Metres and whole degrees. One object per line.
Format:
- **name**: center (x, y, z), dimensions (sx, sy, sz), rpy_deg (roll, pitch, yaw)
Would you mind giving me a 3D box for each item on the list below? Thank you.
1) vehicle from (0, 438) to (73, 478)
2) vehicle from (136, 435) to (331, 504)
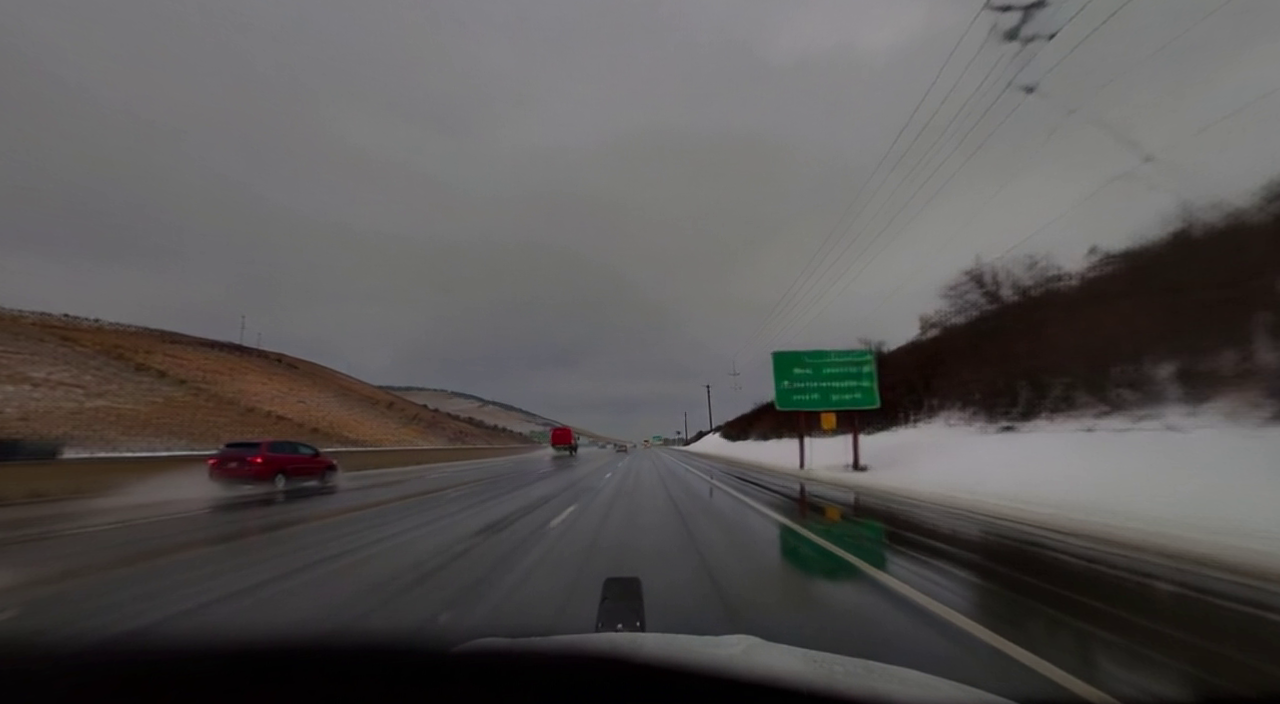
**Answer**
- **vehicle**: center (-28.324, 4.669, 27.873), dimensions (1.774, 1.718, 4.776), rpy_deg (0, -9, 2)
- **vehicle**: center (-10.622, 3.092, 17.049), dimensions (1.971, 1.558, 4.847), rpy_deg (0, -9, 1)
